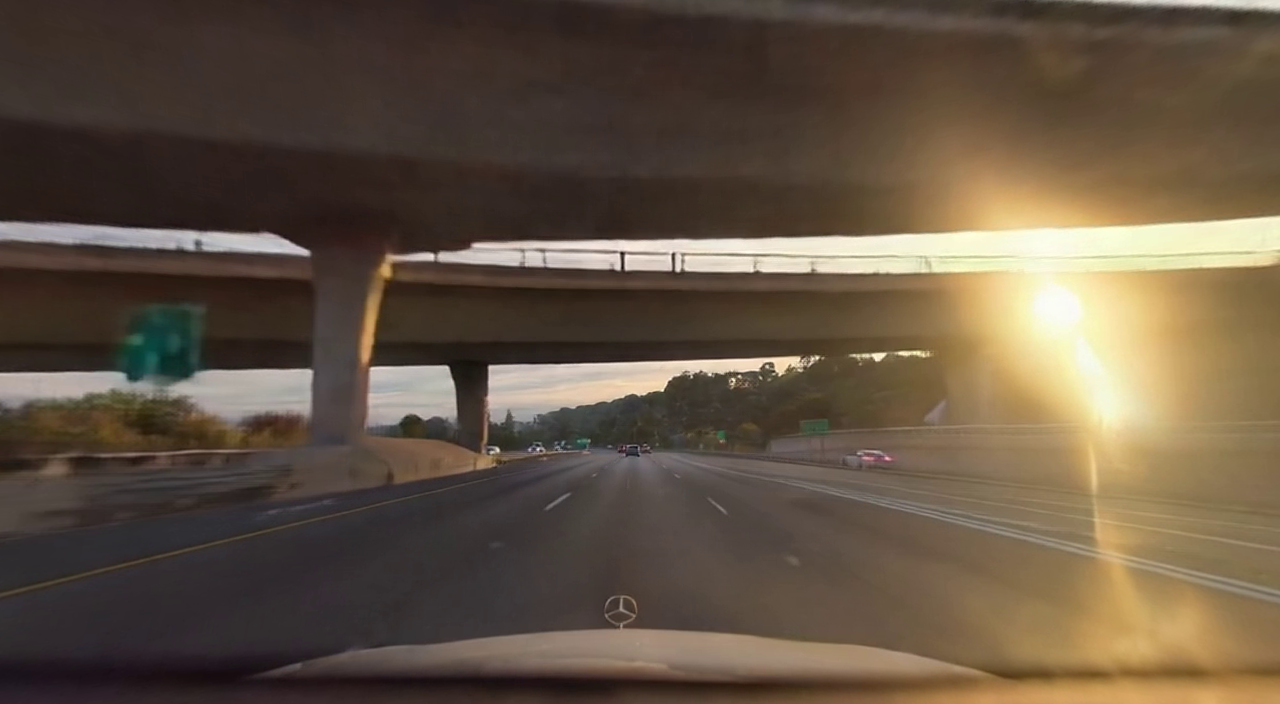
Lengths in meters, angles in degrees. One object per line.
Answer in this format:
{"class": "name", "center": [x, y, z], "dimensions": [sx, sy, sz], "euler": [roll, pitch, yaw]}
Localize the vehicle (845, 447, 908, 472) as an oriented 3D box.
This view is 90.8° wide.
{"class": "vehicle", "center": [15.208, 6.919, 40.934], "dimensions": [1.959, 1.519, 5.235], "euler": [0, -9, -1]}
